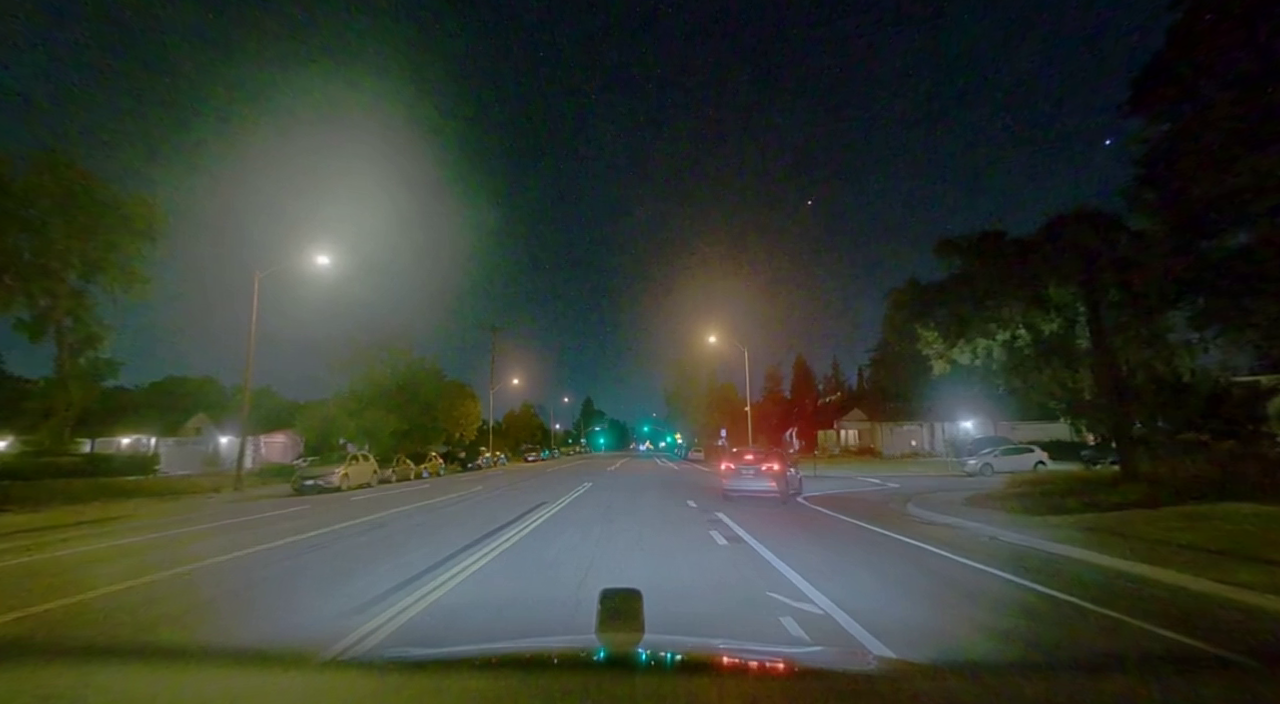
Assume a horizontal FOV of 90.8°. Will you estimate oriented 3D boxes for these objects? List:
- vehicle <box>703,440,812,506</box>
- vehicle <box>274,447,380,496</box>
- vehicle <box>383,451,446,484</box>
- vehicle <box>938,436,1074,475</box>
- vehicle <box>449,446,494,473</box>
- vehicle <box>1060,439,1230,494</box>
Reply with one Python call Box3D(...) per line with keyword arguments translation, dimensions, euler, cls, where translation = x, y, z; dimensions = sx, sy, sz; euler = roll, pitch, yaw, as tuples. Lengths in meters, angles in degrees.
Box3D(translation=(3.258, 3.094, 16.715), dimensions=(2.022, 1.471, 4.432), euler=(-3, -9, 21), cls="vehicle")
Box3D(translation=(-12.364, 4.708, 25.307), dimensions=(1.938, 1.754, 4.315), euler=(0, -9, 1), cls="vehicle")
Box3D(translation=(-12.226, 6.255, 34.538), dimensions=(1.795, 1.472, 4.601), euler=(-4, -9, -1), cls="vehicle")
Box3D(translation=(18.172, 5.166, 31.622), dimensions=(5.369, 1.857, 2.174), euler=(0, -9, 2), cls="vehicle")
Box3D(translation=(-12.371, 7.915, 46.653), dimensions=(1.988, 1.741, 4.379), euler=(-5, -9, 0), cls="vehicle")
Box3D(translation=(18.006, 4.128, 22.689), dimensions=(4.312, 1.426, 1.940), euler=(-6, -11, -1), cls="vehicle")
